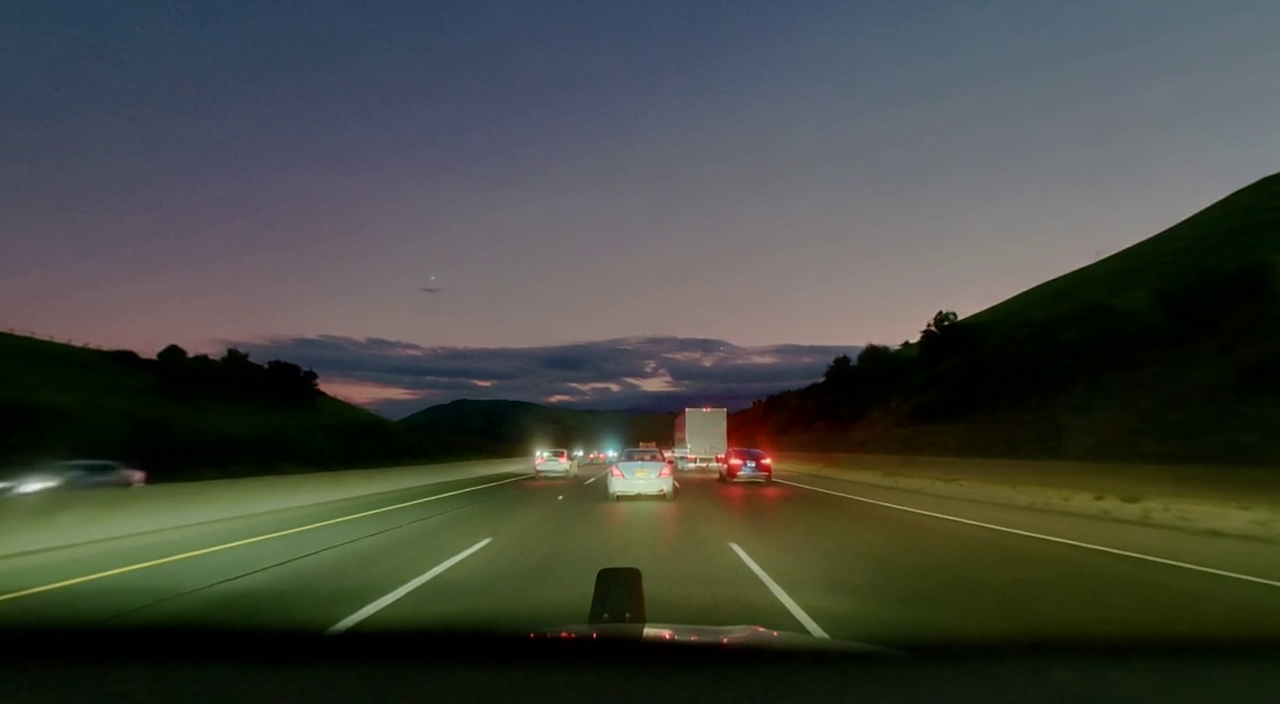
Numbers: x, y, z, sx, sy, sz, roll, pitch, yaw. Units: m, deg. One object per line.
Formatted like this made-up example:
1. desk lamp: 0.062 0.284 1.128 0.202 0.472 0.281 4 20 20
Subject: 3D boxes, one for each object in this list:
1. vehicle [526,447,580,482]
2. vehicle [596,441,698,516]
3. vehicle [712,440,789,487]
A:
1. vehicle: -3.879 5.091 28.778 1.848 1.486 3.832 -1 -9 2
2. vehicle: 0.147 2.850 14.559 2.041 1.484 3.535 0 -9 0
3. vehicle: 4.059 4.200 23.977 2.029 1.579 4.484 0 -9 -1
